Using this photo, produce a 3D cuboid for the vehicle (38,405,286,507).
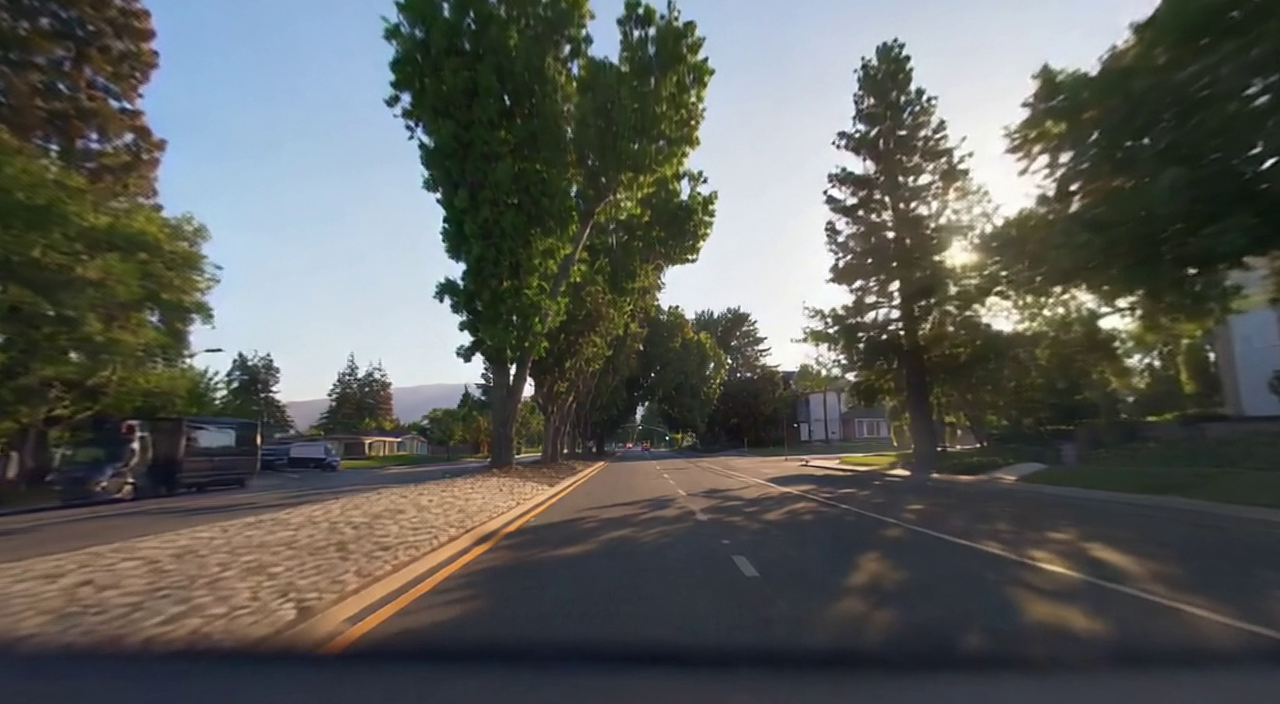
[{"bbox_3d":[-19.511,4.365,27.091,2.866,3.528,9.798,0,-8,0],"label":"vehicle"}]
